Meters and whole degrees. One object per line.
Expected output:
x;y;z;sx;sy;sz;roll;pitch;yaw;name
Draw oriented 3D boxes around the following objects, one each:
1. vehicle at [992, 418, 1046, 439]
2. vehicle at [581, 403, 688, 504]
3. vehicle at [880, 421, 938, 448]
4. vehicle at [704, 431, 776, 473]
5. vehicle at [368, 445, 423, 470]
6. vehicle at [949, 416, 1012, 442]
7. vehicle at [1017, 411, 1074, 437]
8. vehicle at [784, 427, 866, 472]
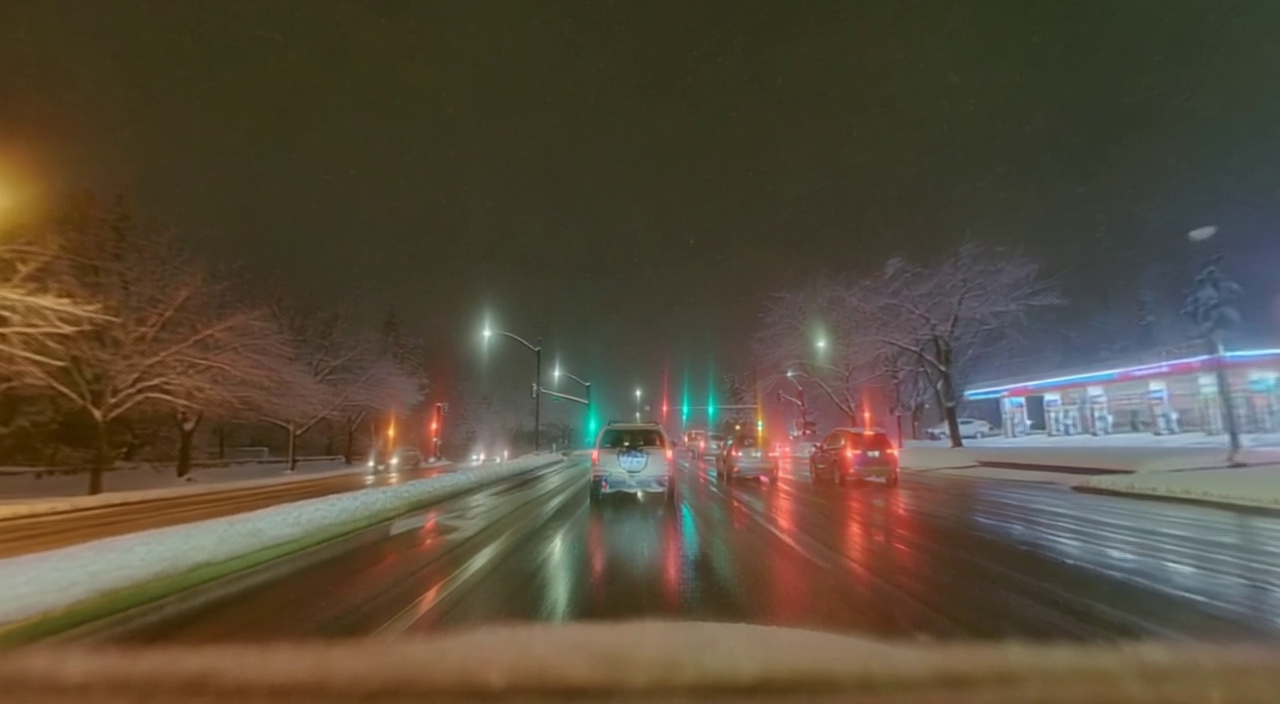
27.850;5.678;46.529;1.709;1.423;3.660;0;-8;0;vehicle
-0.123;2.305;14.637;2.038;1.917;4.900;0;-8;0;vehicle
19.949;6.128;47.064;1.929;1.763;5.190;-3;-8;0;vehicle
3.716;3.827;24.365;1.940;1.474;4.234;0;-8;-2;vehicle
-16.813;7.245;43.687;1.942;1.479;4.765;-4;-8;-1;vehicle
25.379;5.828;47.226;2.107;1.806;4.410;0;-8;-2;vehicle
30.627;5.497;47.856;1.769;1.782;4.068;0;-9;3;vehicle
6.991;3.731;24.318;1.793;1.585;4.130;0;-8;-2;vehicle
